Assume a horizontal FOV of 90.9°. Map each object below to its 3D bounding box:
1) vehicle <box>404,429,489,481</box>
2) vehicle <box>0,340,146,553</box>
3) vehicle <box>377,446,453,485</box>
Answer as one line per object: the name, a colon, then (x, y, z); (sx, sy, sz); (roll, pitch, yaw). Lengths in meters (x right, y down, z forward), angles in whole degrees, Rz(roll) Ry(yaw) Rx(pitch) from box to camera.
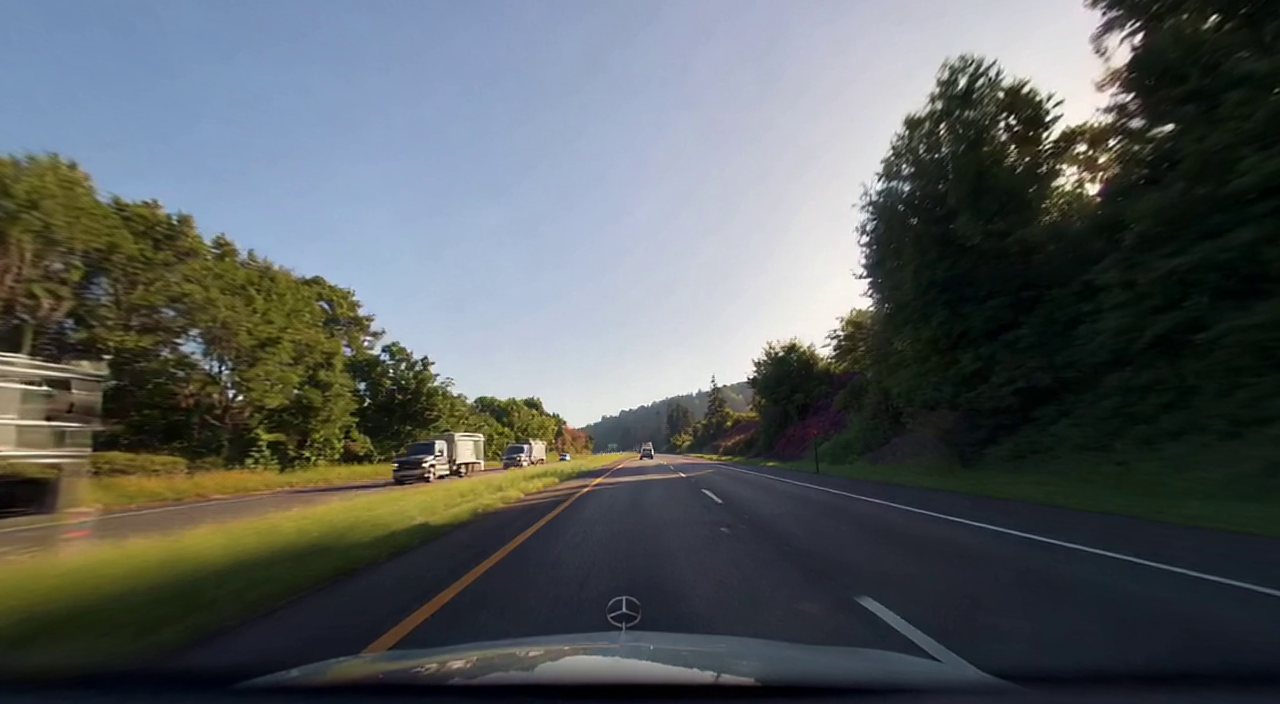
vehicle: (-12.628, 6.850, 42.148); (2.692, 3.025, 8.751); (0, -9, 1)
vehicle: (-13.052, 1.447, 9.628); (2.990, 3.800, 9.717); (0, -9, 0)
vehicle: (-12.691, 6.406, 35.979); (2.498, 2.023, 4.871); (0, -9, 0)
